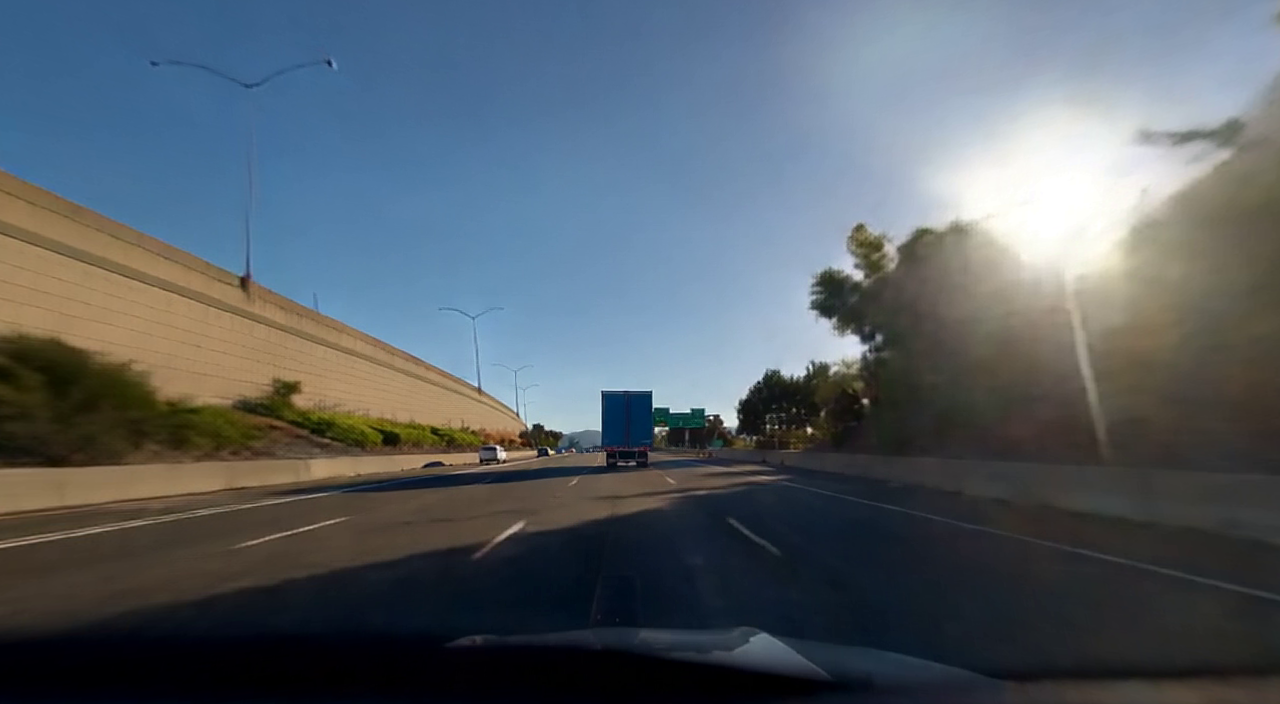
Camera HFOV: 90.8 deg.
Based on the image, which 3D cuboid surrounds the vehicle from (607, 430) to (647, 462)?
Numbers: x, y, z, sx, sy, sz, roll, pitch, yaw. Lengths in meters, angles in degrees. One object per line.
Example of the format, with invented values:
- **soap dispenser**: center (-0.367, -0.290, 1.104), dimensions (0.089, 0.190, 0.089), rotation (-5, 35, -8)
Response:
- **vehicle**: center (-0.763, 5.177, 34.844), dimensions (2.052, 1.666, 4.358), rotation (0, -8, -2)

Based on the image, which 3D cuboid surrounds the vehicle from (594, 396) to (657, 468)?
- **vehicle**: center (-0.897, 4.976, 37.904), dimensions (3.233, 3.678, 11.032), rotation (0, -9, -2)
